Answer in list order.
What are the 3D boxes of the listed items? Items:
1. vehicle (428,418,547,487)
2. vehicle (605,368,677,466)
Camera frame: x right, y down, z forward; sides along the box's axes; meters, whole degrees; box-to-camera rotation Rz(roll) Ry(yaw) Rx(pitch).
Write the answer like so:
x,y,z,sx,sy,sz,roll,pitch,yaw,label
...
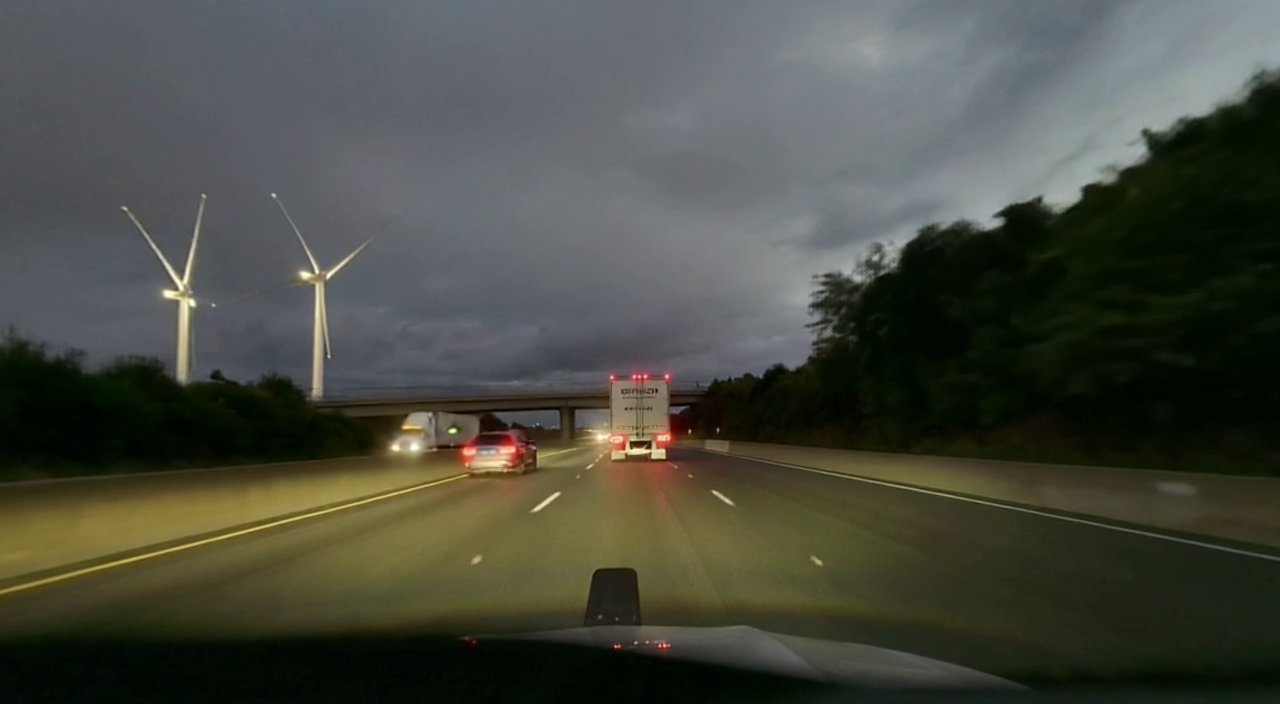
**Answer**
x,y,z,sx,sy,sz,roll,pitch,yaw,label
-4.130,2.815,18.043,2.167,1.686,4.946,0,-8,0,vehicle
-0.121,3.481,32.082,2.906,3.990,12.551,0,-8,-2,vehicle
